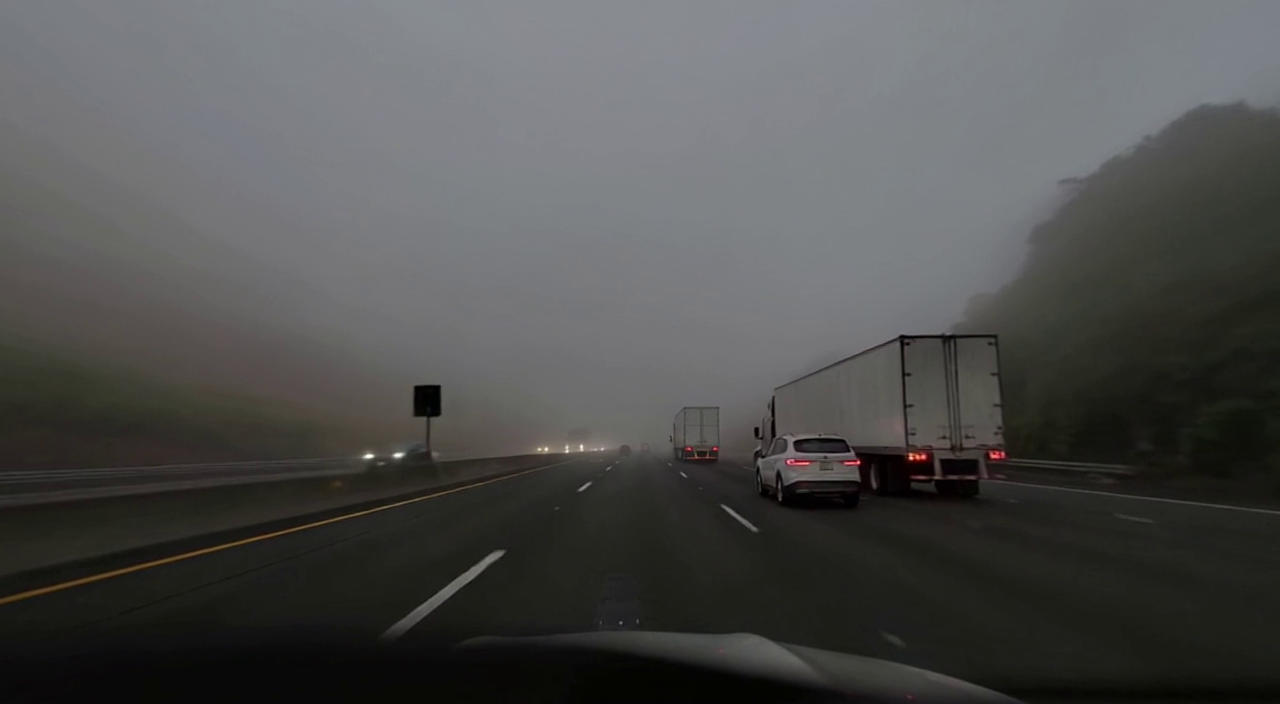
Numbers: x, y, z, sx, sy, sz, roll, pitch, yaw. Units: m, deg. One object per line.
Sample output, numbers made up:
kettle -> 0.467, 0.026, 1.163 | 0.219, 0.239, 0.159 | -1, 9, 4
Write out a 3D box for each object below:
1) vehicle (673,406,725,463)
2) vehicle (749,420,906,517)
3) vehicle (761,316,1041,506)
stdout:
vehicle -> 4.412, 6.564, 49.331 | 3.049, 3.968, 10.706 | 0, -9, 0
vehicle -> 3.754, 2.420, 13.530 | 2.055, 1.737, 4.224 | 0, -9, 0
vehicle -> 7.241, 2.461, 21.919 | 2.947, 4.199, 16.175 | 0, -9, 0
